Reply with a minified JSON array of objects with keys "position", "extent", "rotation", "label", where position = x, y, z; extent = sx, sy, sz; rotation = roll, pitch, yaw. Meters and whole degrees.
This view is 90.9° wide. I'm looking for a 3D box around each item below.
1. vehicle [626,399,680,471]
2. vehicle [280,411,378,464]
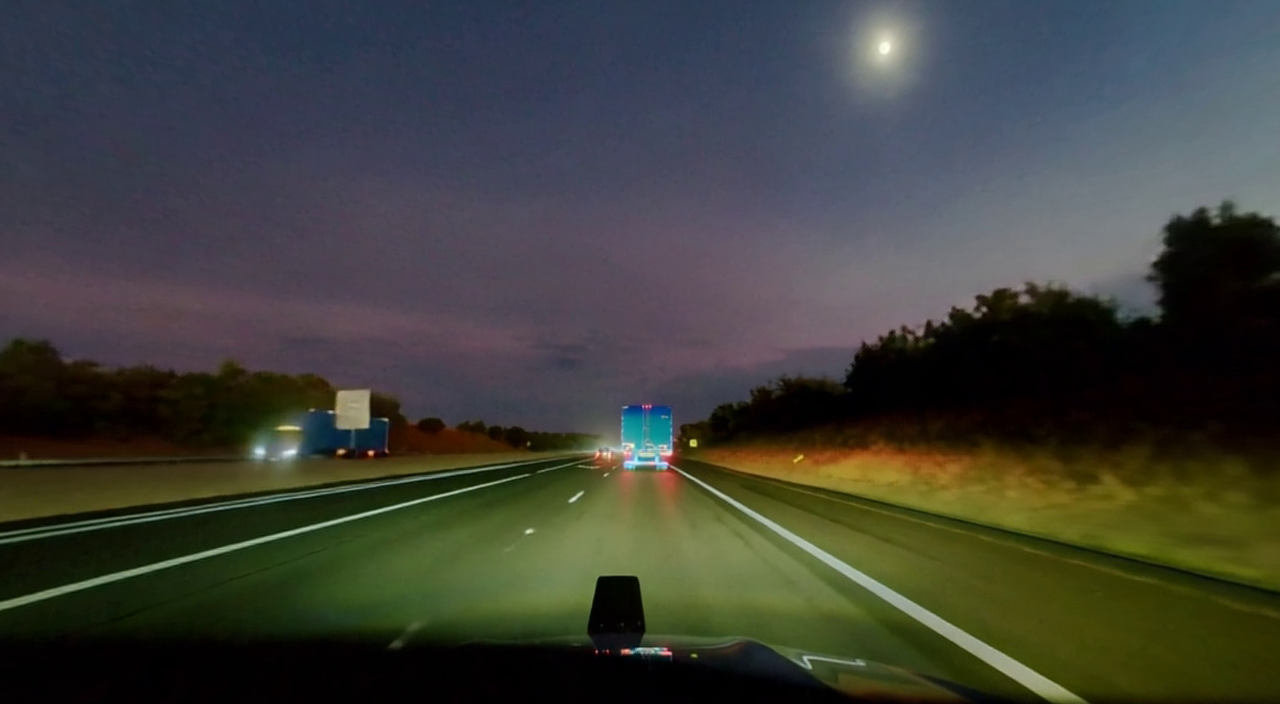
[{"position":[0.601,5.528,40.843],"extent":[3.055,4.009,10.972],"rotation":[0,-9,-1],"label":"vehicle"},{"position":[-22.832,6.440,46.958],"extent":[2.922,3.559,8.696],"rotation":[0,-9,-1],"label":"vehicle"}]
